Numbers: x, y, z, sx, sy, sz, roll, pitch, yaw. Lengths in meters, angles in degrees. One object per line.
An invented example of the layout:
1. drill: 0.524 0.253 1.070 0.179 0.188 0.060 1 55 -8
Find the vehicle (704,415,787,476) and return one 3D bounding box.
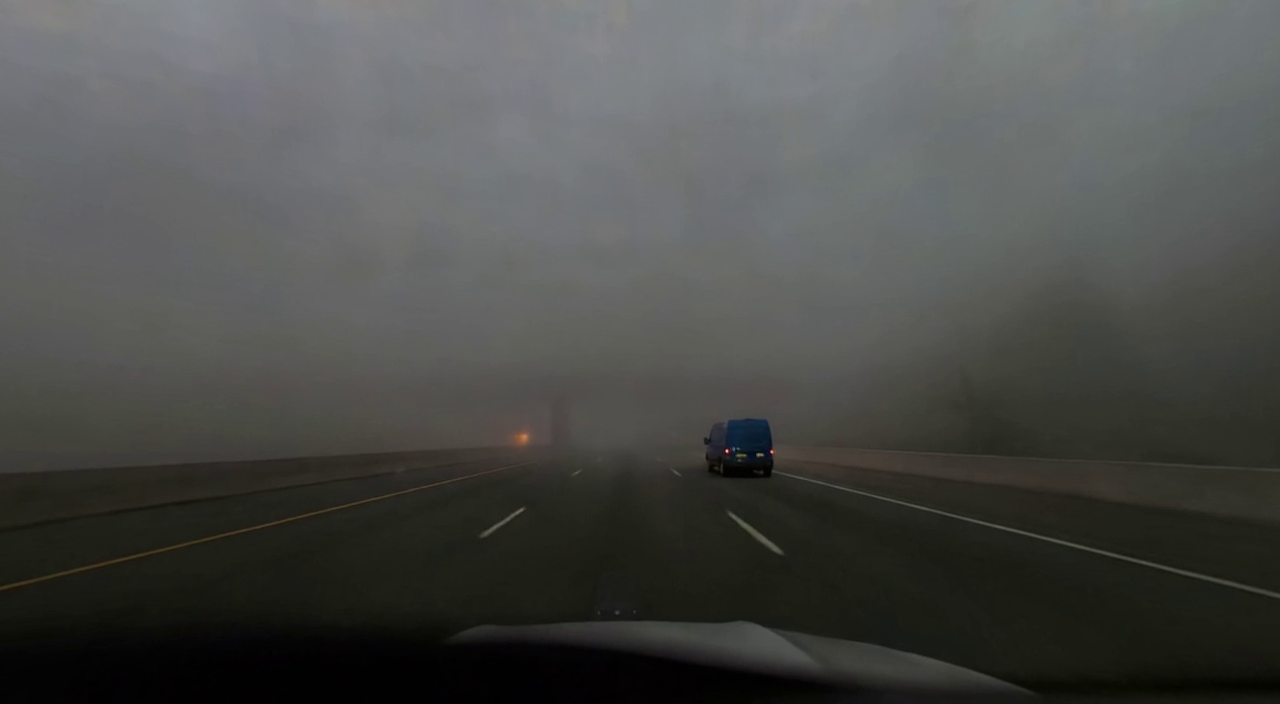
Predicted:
1. vehicle: 3.772 3.478 23.524 2.161 2.002 4.631 0 -8 -2
